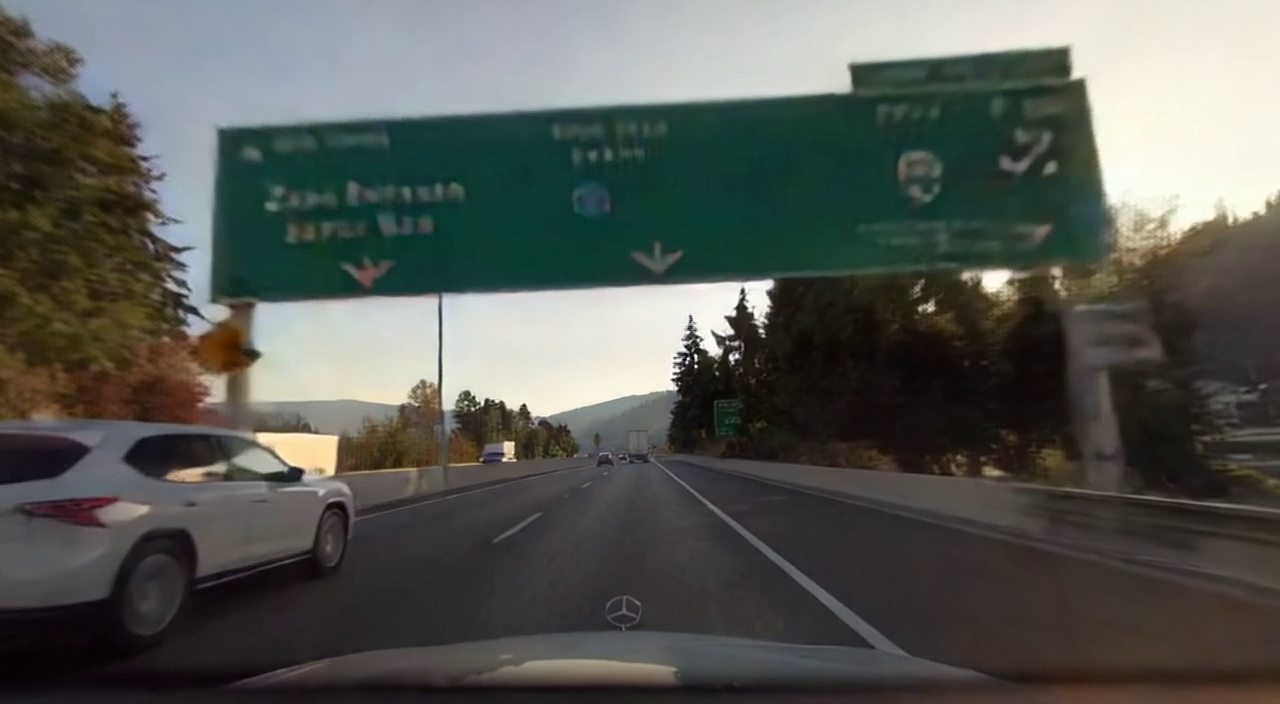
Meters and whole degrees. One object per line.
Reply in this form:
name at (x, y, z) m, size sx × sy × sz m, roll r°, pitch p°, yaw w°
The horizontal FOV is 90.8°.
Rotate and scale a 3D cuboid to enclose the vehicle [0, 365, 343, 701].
vehicle at (-4.581, 1.255, 5.067) m, size 2.079 × 1.845 × 4.654 m, roll 0°, pitch -9°, yaw 0°
